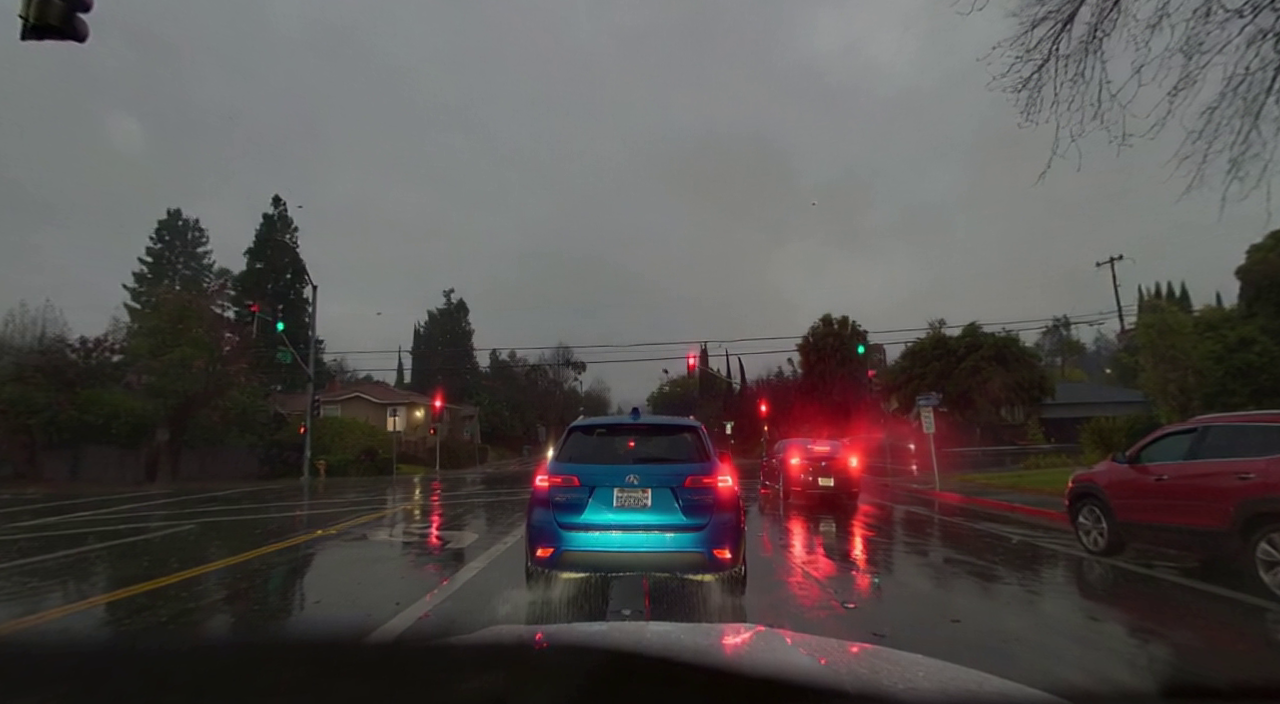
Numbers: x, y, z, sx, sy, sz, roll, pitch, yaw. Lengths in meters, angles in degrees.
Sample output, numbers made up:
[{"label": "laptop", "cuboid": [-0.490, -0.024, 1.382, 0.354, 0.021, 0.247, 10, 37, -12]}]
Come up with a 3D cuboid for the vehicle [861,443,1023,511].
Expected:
[{"label": "vehicle", "cuboid": [7.280, 3.010, 15.815, 1.860, 1.436, 4.479, 0, -8, 0]}]

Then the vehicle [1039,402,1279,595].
[{"label": "vehicle", "cuboid": [7.018, 1.543, 7.051, 1.989, 1.791, 4.735, 0, -8, 0]}]

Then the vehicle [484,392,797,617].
[{"label": "vehicle", "cuboid": [0.031, 1.456, 6.944, 2.322, 1.667, 4.367, 0, -8, 1]}]
